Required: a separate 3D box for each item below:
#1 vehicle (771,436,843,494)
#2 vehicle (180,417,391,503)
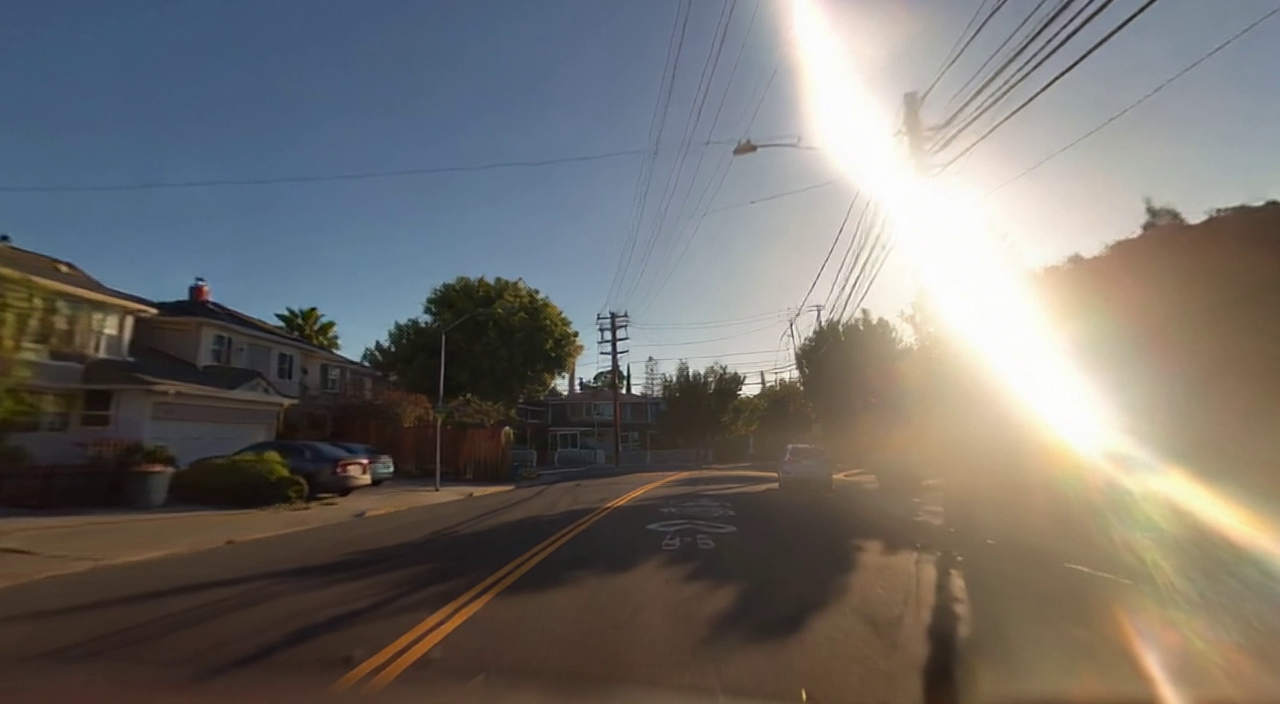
[{"bbox_3d":[5.855,3.989,22.697,2.070,1.847,4.457,-1,-9,10],"label":"vehicle"},{"bbox_3d":[-10.747,3.267,19.364,5.228,2.041,2.023,4,-8,7],"label":"vehicle"}]
